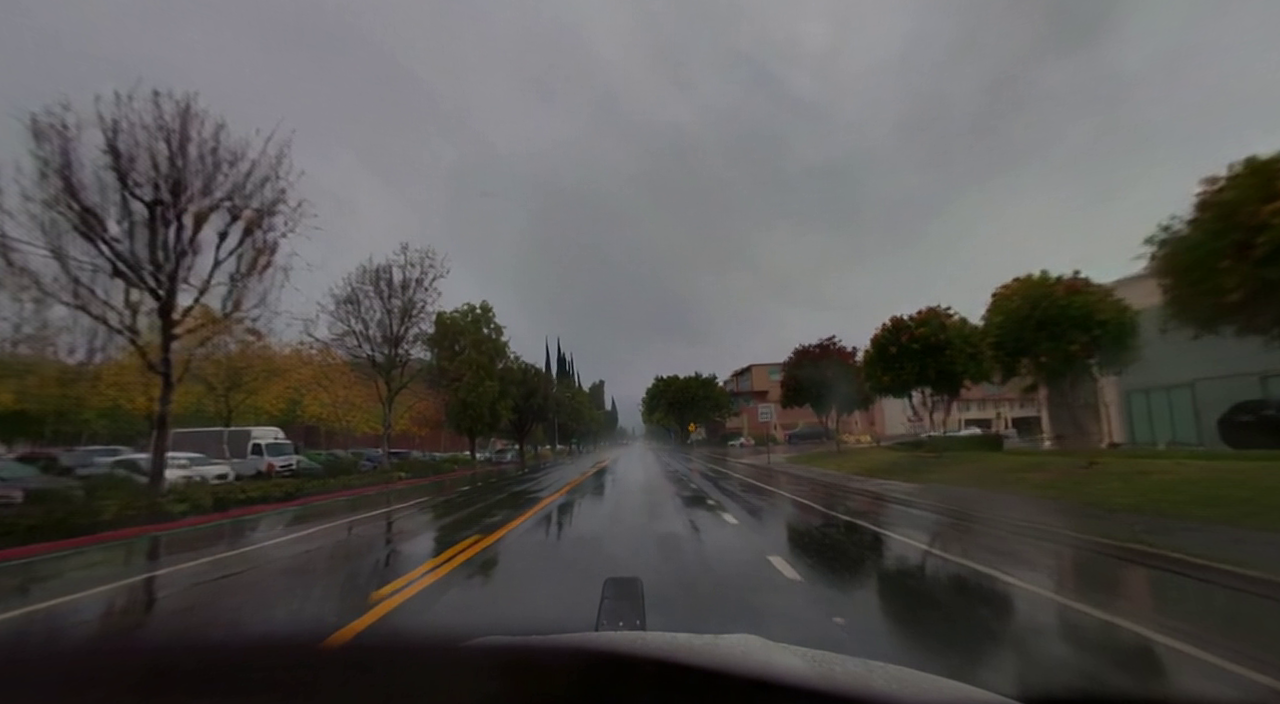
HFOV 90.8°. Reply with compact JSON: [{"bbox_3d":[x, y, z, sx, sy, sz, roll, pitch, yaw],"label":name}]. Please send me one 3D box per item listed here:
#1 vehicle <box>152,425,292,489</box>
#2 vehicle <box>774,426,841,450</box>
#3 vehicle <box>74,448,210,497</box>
[{"bbox_3d":[-19.425,4.844,29.353,5.971,2.749,2.293,-4,-9,23],"label":"vehicle"},{"bbox_3d":[12.985,6.705,49.016,4.632,1.701,1.975,-5,-10,28],"label":"vehicle"},{"bbox_3d":[-19.118,4.547,24.246,4.686,1.716,2.017,-4,-9,24],"label":"vehicle"}]
